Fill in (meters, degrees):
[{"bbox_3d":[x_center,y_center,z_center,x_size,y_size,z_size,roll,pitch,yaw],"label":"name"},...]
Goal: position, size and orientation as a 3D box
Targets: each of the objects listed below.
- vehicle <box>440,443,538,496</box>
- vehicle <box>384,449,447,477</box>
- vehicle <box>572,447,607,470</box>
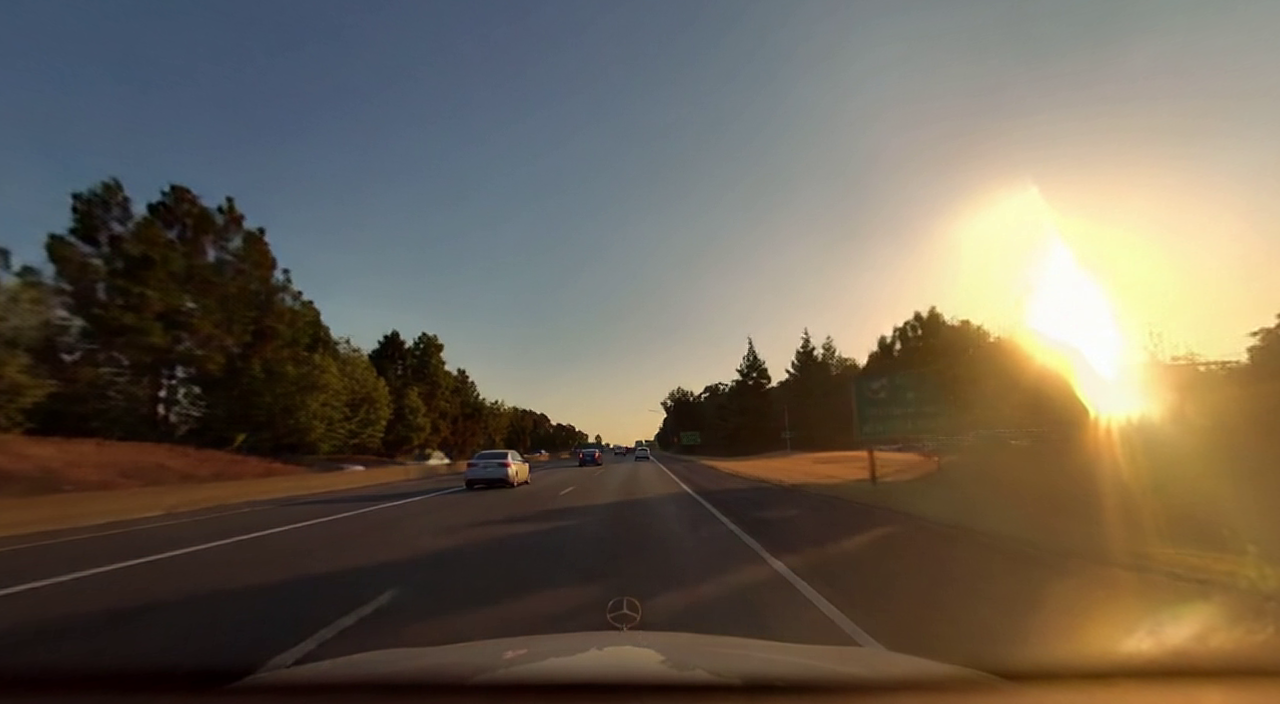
[{"bbox_3d":[-4.740,3.755,20.534,1.975,1.501,4.603,0,-9,1],"label":"vehicle"},{"bbox_3d":[-13.600,6.747,38.482,1.928,1.584,5.200,0,-9,0],"label":"vehicle"},{"bbox_3d":[-3.381,7.177,42.573,2.005,1.474,3.921,0,-9,1],"label":"vehicle"}]
